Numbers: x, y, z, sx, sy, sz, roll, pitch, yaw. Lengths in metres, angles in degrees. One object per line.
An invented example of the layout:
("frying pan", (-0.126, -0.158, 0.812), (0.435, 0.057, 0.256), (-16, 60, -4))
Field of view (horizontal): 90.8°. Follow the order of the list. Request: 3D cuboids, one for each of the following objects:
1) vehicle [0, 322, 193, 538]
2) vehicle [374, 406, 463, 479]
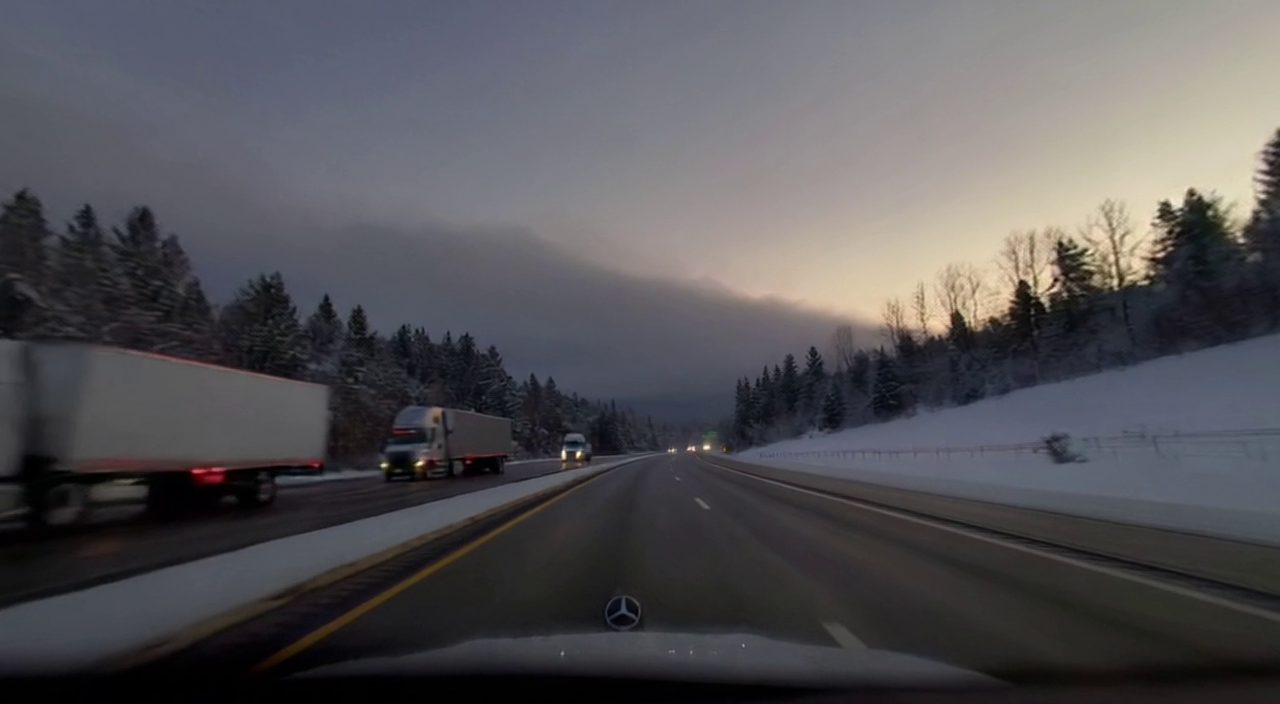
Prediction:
("vehicle", (-13.073, 1.687, 13.187), (3.000, 3.861, 5.713), (0, -9, 0))
("vehicle", (-12.990, 5.429, 37.666), (2.905, 3.962, 5.781), (-1, -9, 2))
